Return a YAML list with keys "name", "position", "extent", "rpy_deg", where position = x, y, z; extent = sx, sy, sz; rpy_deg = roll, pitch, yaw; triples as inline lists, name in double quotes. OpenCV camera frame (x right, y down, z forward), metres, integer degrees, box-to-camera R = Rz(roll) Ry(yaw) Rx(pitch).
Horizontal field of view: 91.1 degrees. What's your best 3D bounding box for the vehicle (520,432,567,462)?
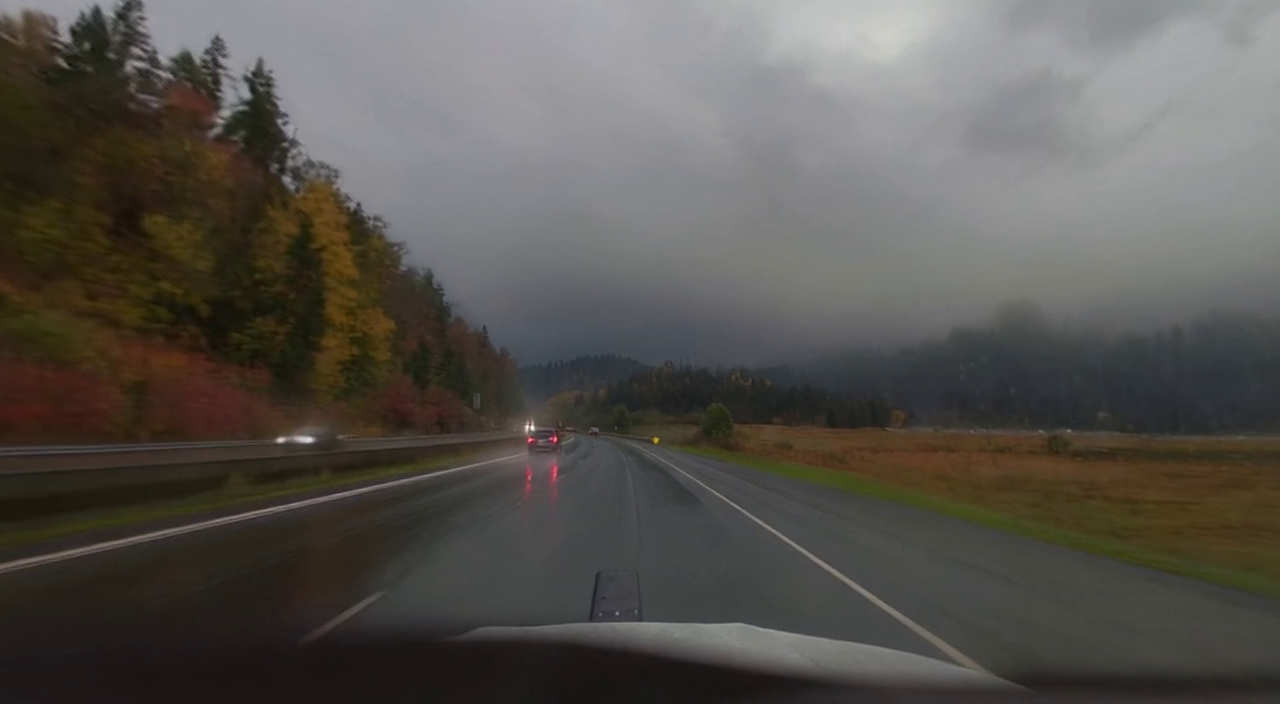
- name: "vehicle"
  position: [-5.318, 5.282, 35.223]
  extent: [2.073, 1.559, 4.393]
  rpy_deg: [0, -8, -2]
